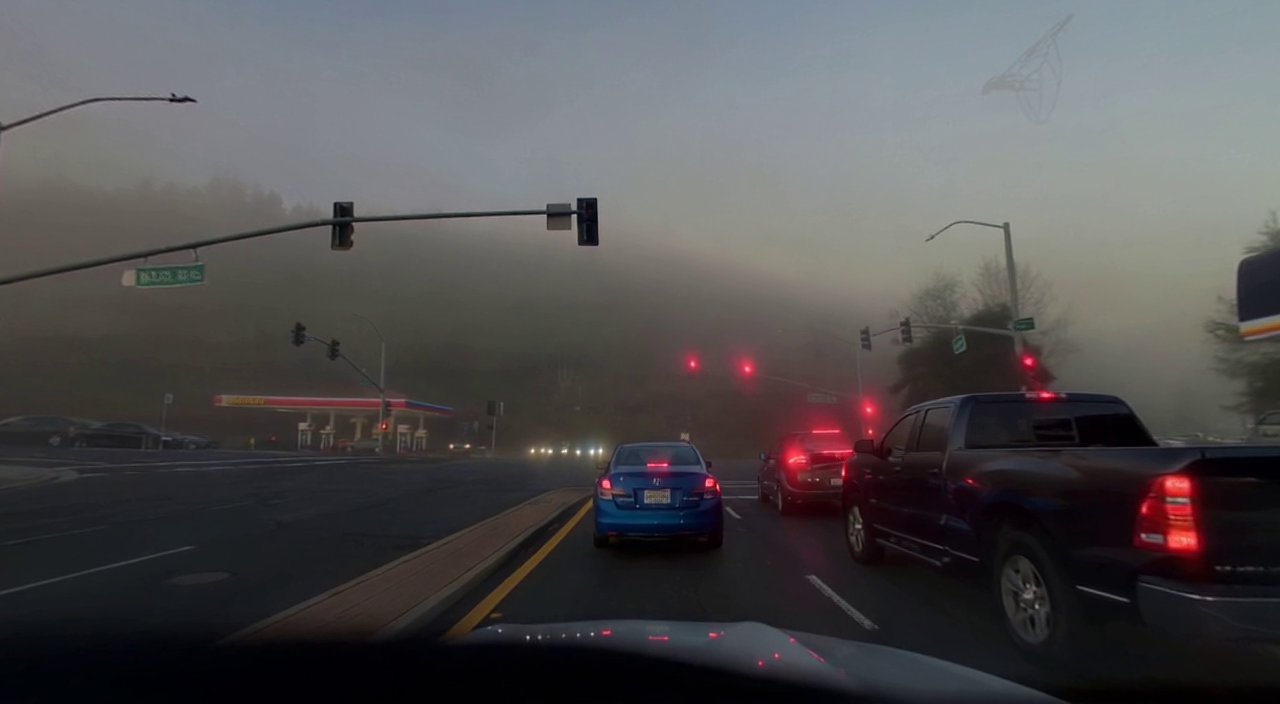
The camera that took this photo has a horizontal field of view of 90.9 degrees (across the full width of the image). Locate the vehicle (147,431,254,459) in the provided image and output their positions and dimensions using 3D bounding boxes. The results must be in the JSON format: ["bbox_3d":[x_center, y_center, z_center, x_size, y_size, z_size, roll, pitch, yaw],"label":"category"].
[{"bbox_3d":[-23.205,4.906,33.386,4.326,1.420,1.798,-1,-8,3],"label":"vehicle"}]

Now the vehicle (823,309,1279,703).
[{"bbox_3d":[3.530,1.193,5.117,2.277,1.871,6.143,0,-8,0],"label":"vehicle"}]

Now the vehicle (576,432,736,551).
[{"bbox_3d":[0.210,2.060,9.982,2.027,1.494,3.824,0,-8,0],"label":"vehicle"}]

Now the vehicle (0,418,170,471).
[{"bbox_3d":[-19.664,3.245,22.123,4.742,1.720,2.107,-1,-8,5],"label":"vehicle"}]

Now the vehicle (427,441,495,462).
[{"bbox_3d":[-13.227,7.364,46.767,1.963,1.460,4.528,-6,-11,37],"label":"vehicle"}]
